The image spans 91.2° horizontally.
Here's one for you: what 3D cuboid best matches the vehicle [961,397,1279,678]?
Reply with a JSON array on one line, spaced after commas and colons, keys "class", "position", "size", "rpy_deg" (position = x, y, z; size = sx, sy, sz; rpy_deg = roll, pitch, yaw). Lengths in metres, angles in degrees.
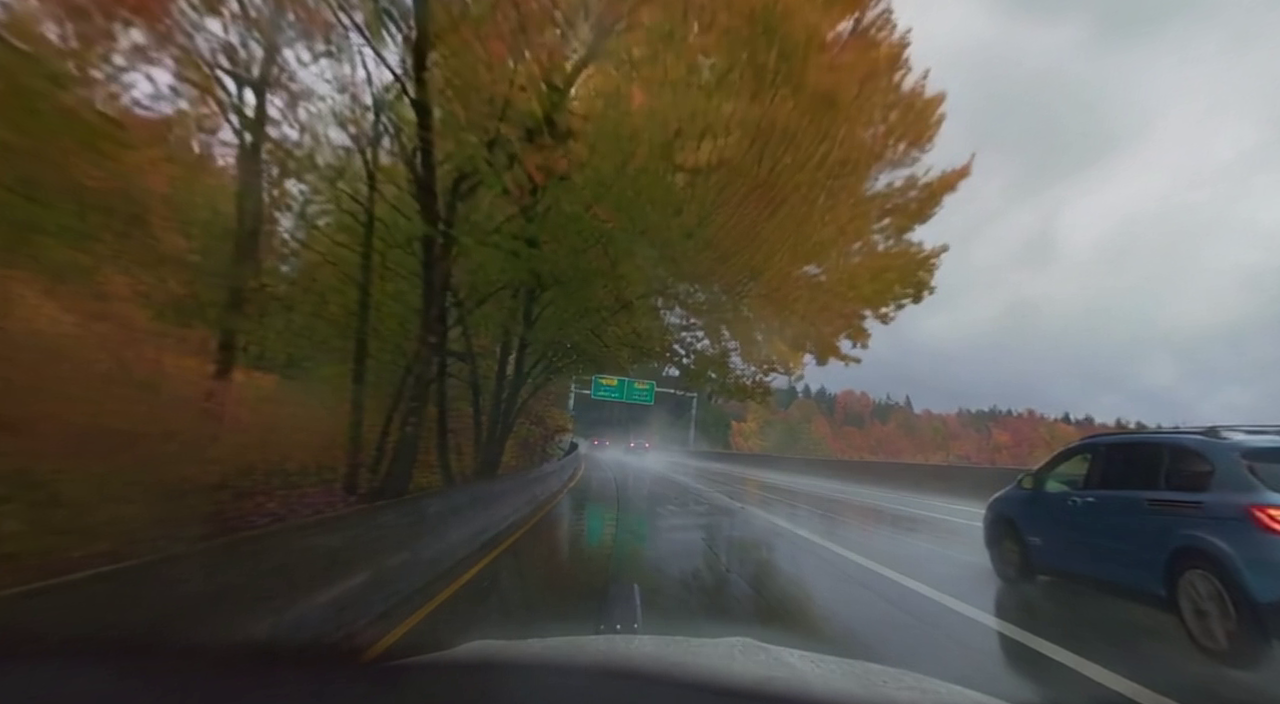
[{"class": "vehicle", "position": [4.491, 1.203, 4.672], "size": [1.952, 1.536, 4.036], "rpy_deg": [-1, -9, -1]}]
